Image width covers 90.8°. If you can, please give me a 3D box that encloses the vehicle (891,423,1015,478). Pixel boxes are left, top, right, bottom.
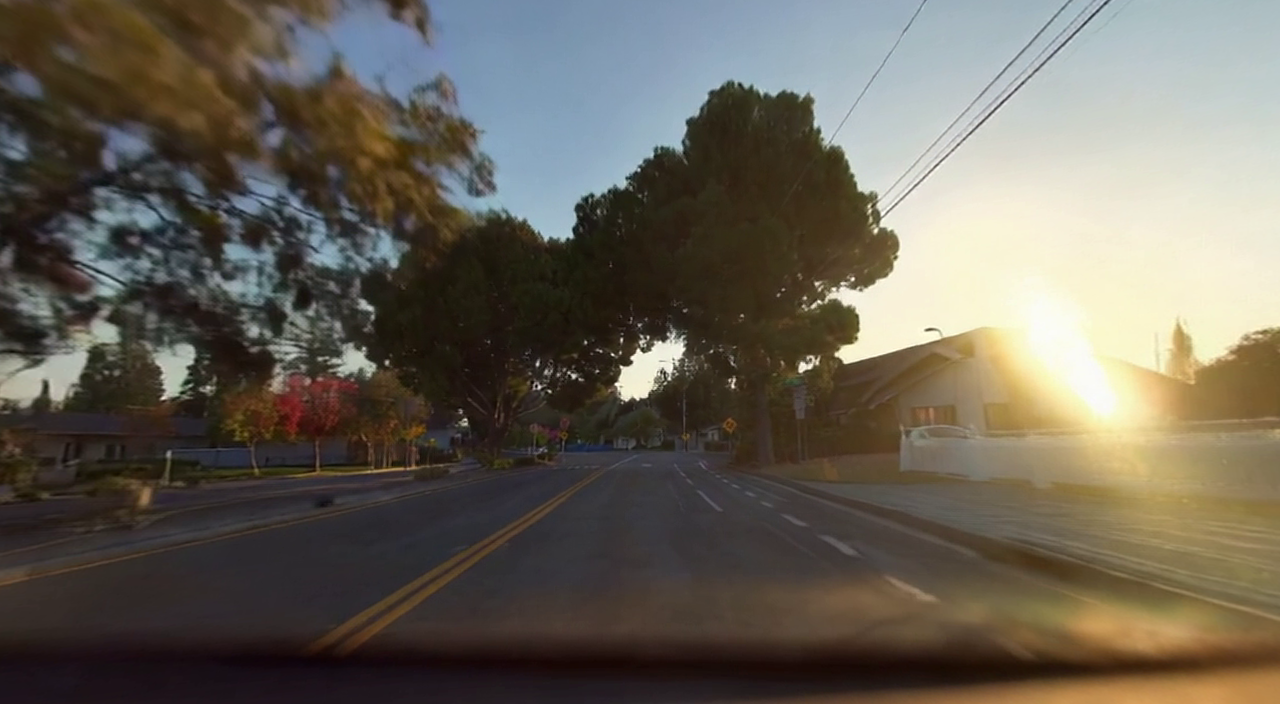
[{"bbox_3d":[10.551,3.363,21.720,1.938,1.695,4.296,0,-8,-2],"label":"vehicle"}]
